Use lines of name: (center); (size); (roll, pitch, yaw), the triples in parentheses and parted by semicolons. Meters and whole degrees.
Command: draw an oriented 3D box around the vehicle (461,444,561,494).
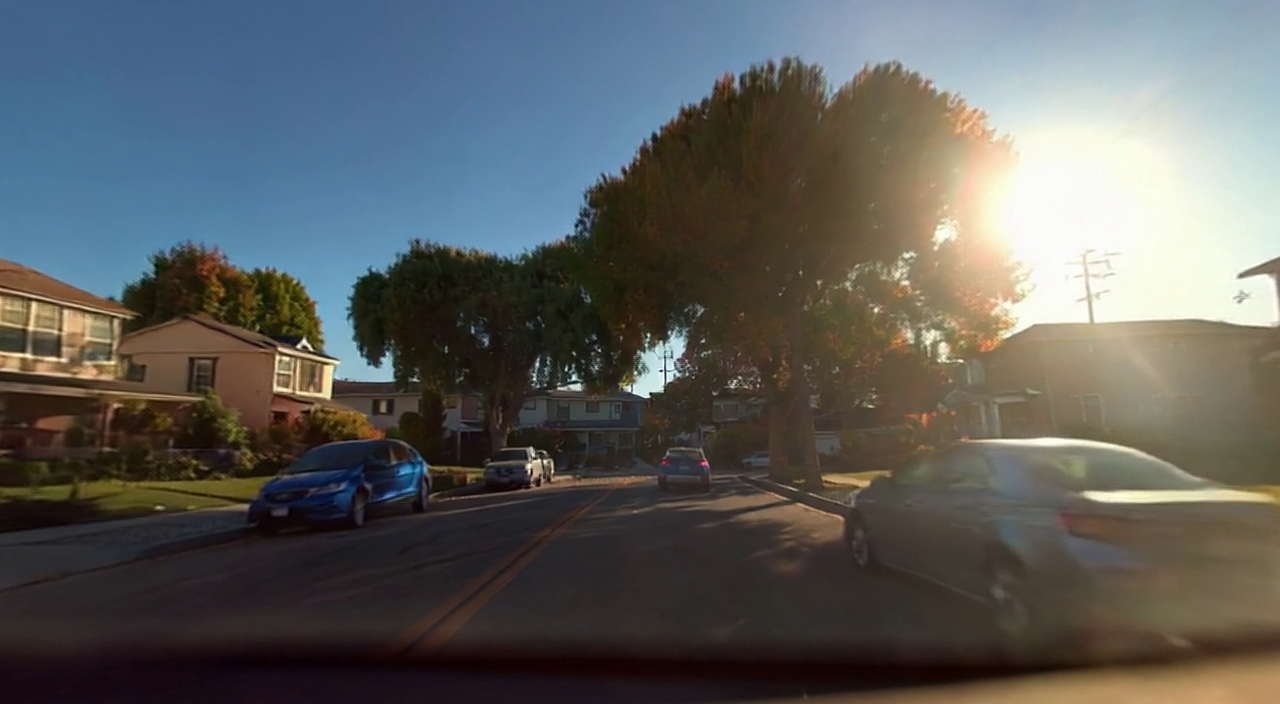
vehicle: (-5.126, 4.732, 25.998); (2.641, 1.747, 4.738); (-3, -9, 7)

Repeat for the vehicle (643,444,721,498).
vehicle: (1.385, 3.647, 19.866); (2.192, 1.474, 4.192); (-1, -9, 6)

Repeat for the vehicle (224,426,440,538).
vehicle: (-6.154, 2.640, 13.463); (2.235, 1.851, 4.662); (-3, -9, 1)

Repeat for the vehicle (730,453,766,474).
vehicle: (8.303, 8.589, 48.924); (2.089, 1.462, 4.529); (0, -9, 2)

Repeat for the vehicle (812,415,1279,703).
vehicle: (3.500, 1.422, 5.530); (2.429, 1.502, 4.474); (1, -9, -4)
